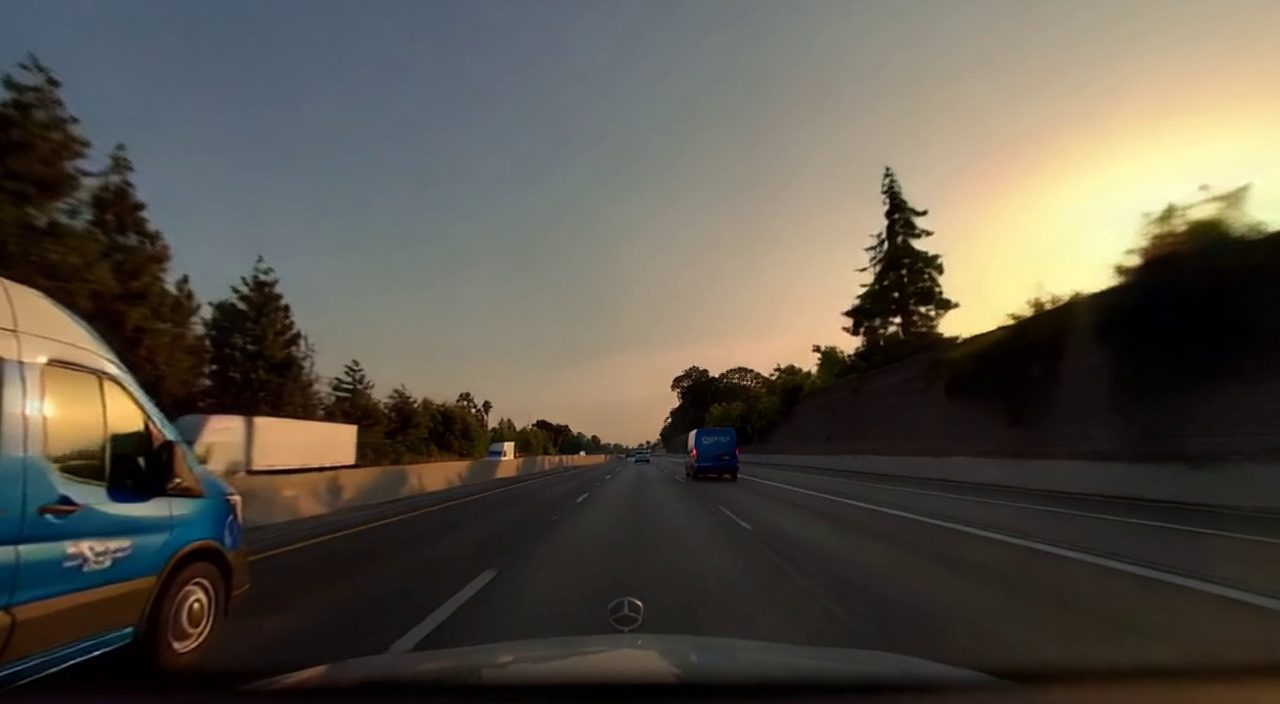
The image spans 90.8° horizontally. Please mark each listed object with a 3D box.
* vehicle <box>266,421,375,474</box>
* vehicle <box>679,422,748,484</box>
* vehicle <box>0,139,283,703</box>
[{"bbox_3d":[-24.480,7.476,49.311,2.867,3.591,10.876,0,-9,0],"label":"vehicle"},{"bbox_3d":[3.237,4.643,29.144,2.373,2.561,5.922,0,-9,-1],"label":"vehicle"},{"bbox_3d":[-3.692,0.232,1.032,2.409,2.523,6.275,0,-9,1],"label":"vehicle"}]
